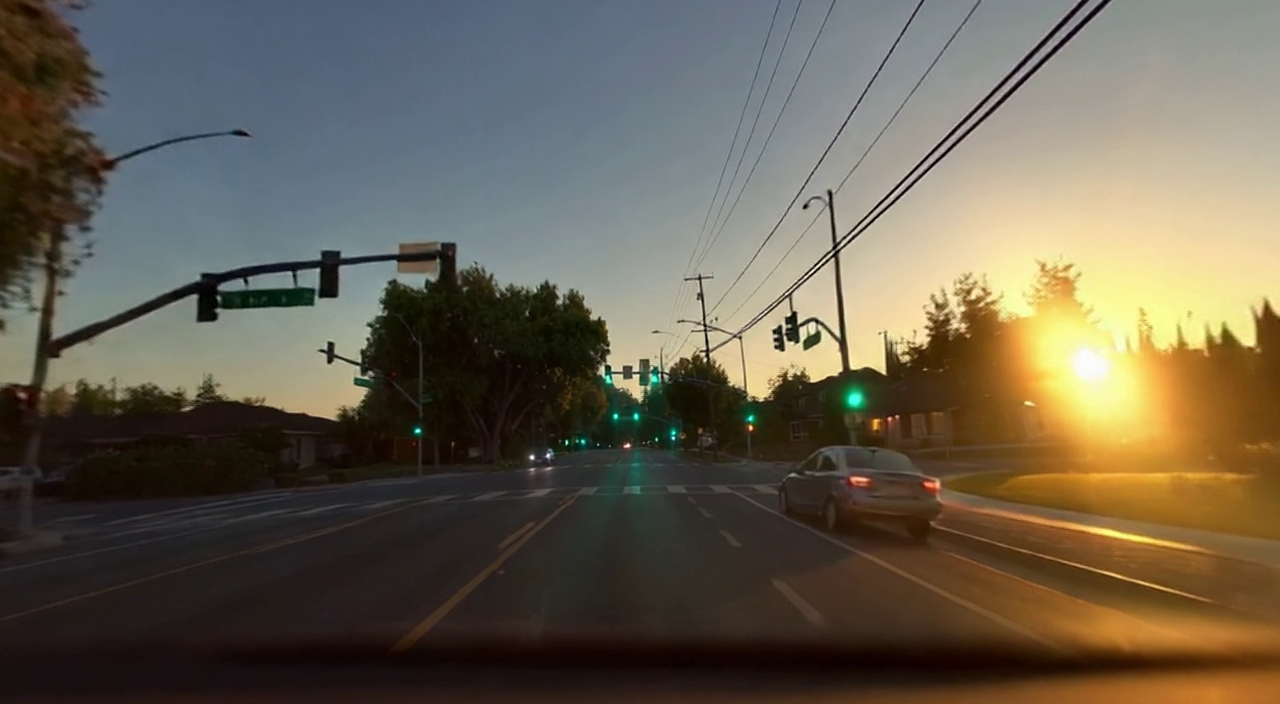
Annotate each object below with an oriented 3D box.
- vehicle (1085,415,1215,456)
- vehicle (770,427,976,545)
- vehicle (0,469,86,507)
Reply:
[{"bbox_3d":[25.753,4.207,31.984,5.153,1.957,2.033,1,-8,-9],"label":"vehicle"},{"bbox_3d":[3.781,2.238,11.252,1.900,1.661,4.346,1,-8,-1],"label":"vehicle"},{"bbox_3d":[-29.789,6.552,30.157,4.830,1.521,1.948,-4,-10,-2],"label":"vehicle"}]
